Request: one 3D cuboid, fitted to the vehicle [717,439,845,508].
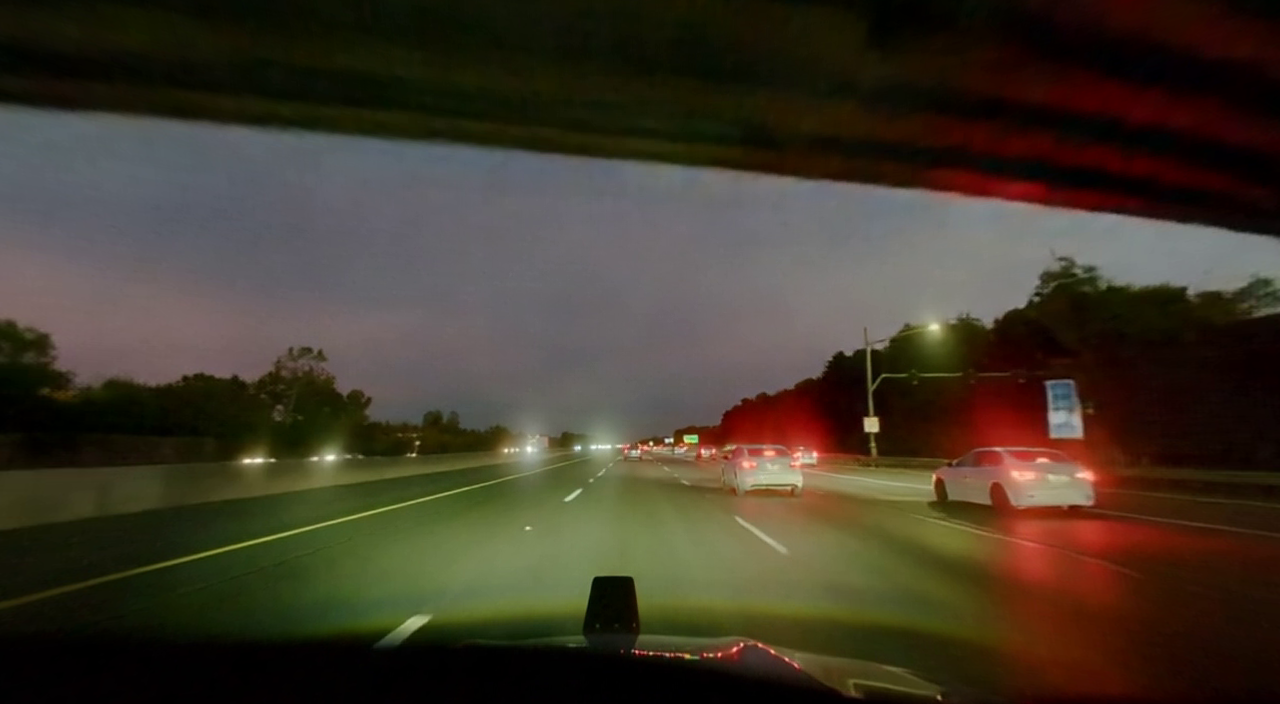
[{"bbox_3d":[3.341,2.986,15.995,2.076,1.472,4.562,0,-9,-1],"label":"vehicle"}]

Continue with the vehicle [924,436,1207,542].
[{"bbox_3d":[7.213,2.338,11.471,1.946,1.497,4.467,0,-9,-1],"label":"vehicle"}]
